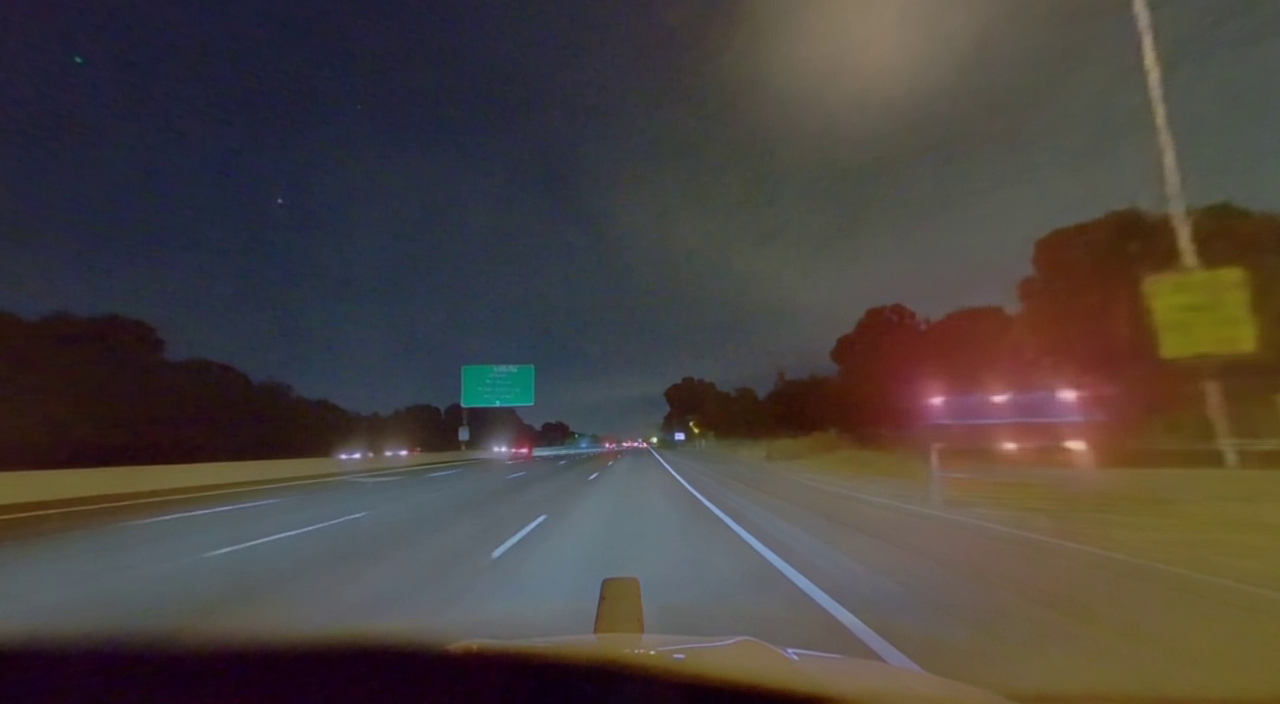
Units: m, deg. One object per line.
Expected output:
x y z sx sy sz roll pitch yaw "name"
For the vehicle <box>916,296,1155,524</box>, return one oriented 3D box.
6.738 1.057 11.223 2.397 3.584 2.509 0 -8 2 "vehicle"
